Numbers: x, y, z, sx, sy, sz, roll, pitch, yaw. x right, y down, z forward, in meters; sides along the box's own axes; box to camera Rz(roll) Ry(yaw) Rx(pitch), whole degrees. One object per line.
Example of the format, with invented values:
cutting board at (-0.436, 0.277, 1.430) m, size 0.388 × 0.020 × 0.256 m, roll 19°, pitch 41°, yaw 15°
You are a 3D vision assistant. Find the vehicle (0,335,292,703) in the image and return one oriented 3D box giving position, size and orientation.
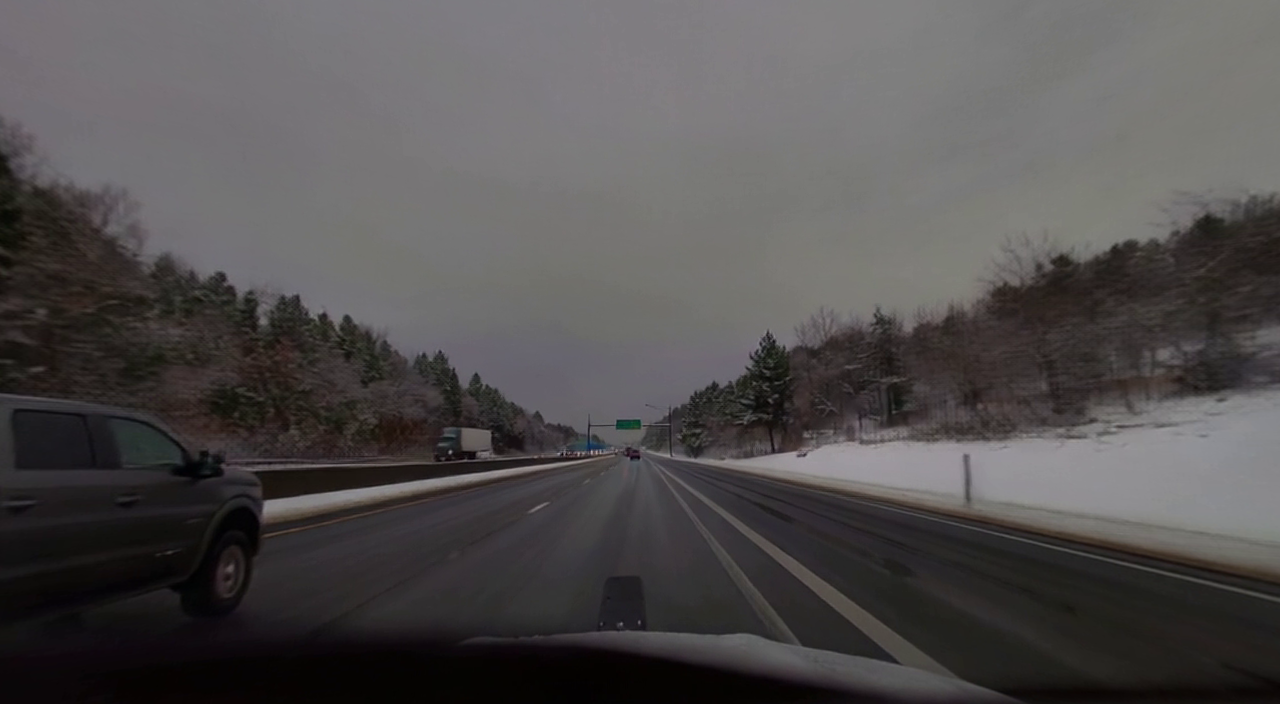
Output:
vehicle at (-4.161, 0.841, 2.829) m, size 2.214 × 1.872 × 5.179 m, roll 0°, pitch -9°, yaw 0°
